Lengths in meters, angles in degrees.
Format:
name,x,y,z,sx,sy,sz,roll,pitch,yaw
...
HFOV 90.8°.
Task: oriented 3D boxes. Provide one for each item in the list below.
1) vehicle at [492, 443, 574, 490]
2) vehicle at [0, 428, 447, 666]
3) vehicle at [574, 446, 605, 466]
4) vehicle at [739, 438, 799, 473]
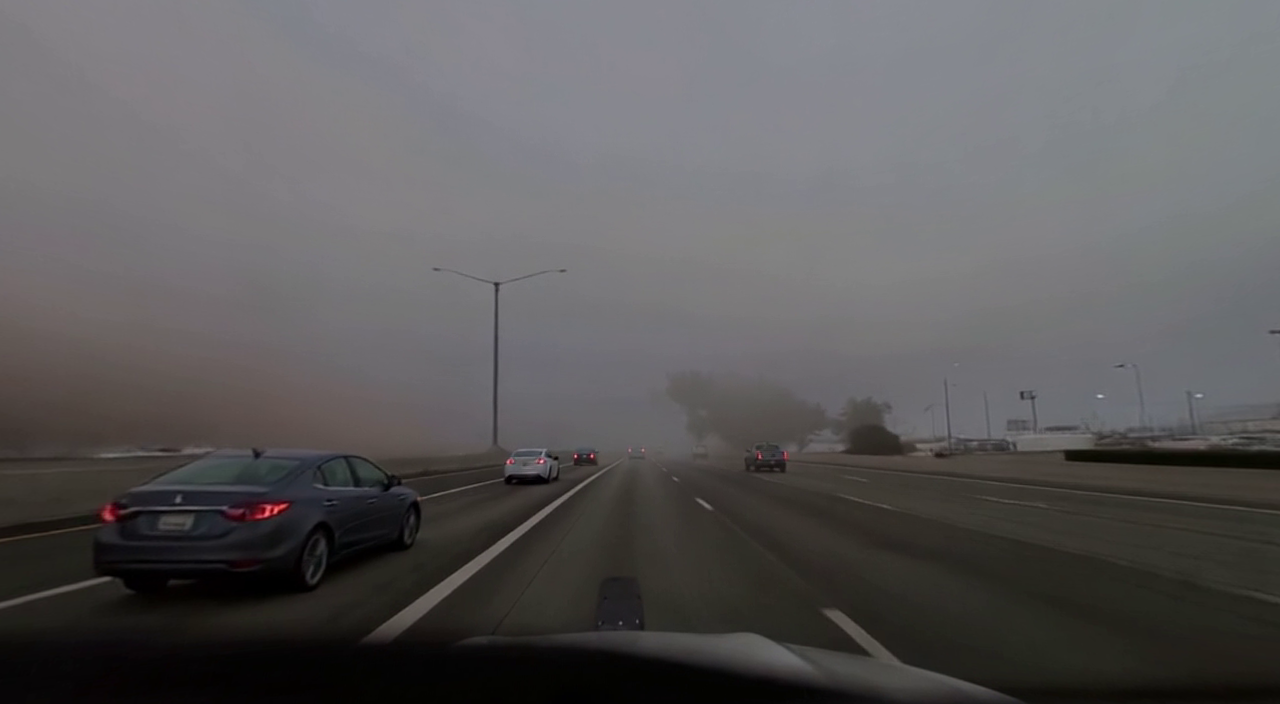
name,x,y,z,sx,sy,sz,roll,pitch,yaw
vehicle,-3.651,4.012,22.454,2.047,1.469,4.614,0,-9,1
vehicle,-3.520,1.522,6.056,1.959,1.433,4.291,0,-9,0
vehicle,-3.831,7.983,48.663,2.078,1.464,4.093,0,-9,0
vehicle,6.827,5.547,33.963,2.147,1.769,4.666,0,-9,-1
